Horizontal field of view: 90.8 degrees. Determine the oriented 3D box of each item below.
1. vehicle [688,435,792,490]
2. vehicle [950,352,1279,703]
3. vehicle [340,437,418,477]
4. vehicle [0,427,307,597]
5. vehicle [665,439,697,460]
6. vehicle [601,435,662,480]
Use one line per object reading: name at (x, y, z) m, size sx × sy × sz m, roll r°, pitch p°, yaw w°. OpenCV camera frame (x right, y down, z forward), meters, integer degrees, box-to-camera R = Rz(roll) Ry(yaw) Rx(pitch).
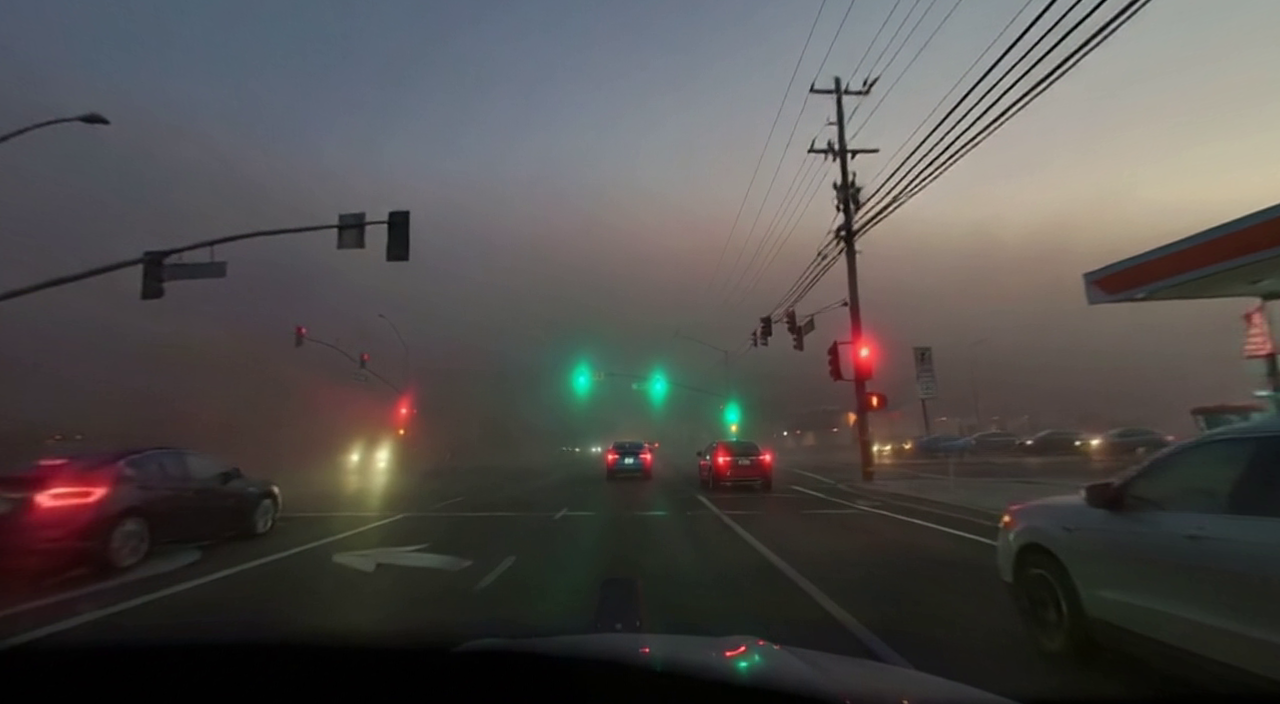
vehicle at (2.824, 3.261, 19.055) m, size 2.208 × 1.436 × 4.542 m, roll 0°, pitch -8°, yaw -3°
vehicle at (3.787, 0.882, 2.806) m, size 2.452 × 1.682 × 4.565 m, roll 0°, pitch -8°, yaw 0°
vehicle at (-14.449, 5.825, 35.326) m, size 2.233 × 2.072 × 4.813 m, roll 0°, pitch -8°, yaw 0°
vehicle at (-6.249, 1.714, 7.679) m, size 2.075 × 1.470 × 4.190 m, roll 0°, pitch -8°, yaw 0°
vehicle at (3.012, 7.274, 47.392) m, size 1.971 × 1.477 × 4.121 m, roll 0°, pitch -8°, yaw -2°
vehicle at (-0.319, 3.809, 23.149) m, size 2.065 × 1.484 × 3.894 m, roll 0°, pitch -8°, yaw -1°
